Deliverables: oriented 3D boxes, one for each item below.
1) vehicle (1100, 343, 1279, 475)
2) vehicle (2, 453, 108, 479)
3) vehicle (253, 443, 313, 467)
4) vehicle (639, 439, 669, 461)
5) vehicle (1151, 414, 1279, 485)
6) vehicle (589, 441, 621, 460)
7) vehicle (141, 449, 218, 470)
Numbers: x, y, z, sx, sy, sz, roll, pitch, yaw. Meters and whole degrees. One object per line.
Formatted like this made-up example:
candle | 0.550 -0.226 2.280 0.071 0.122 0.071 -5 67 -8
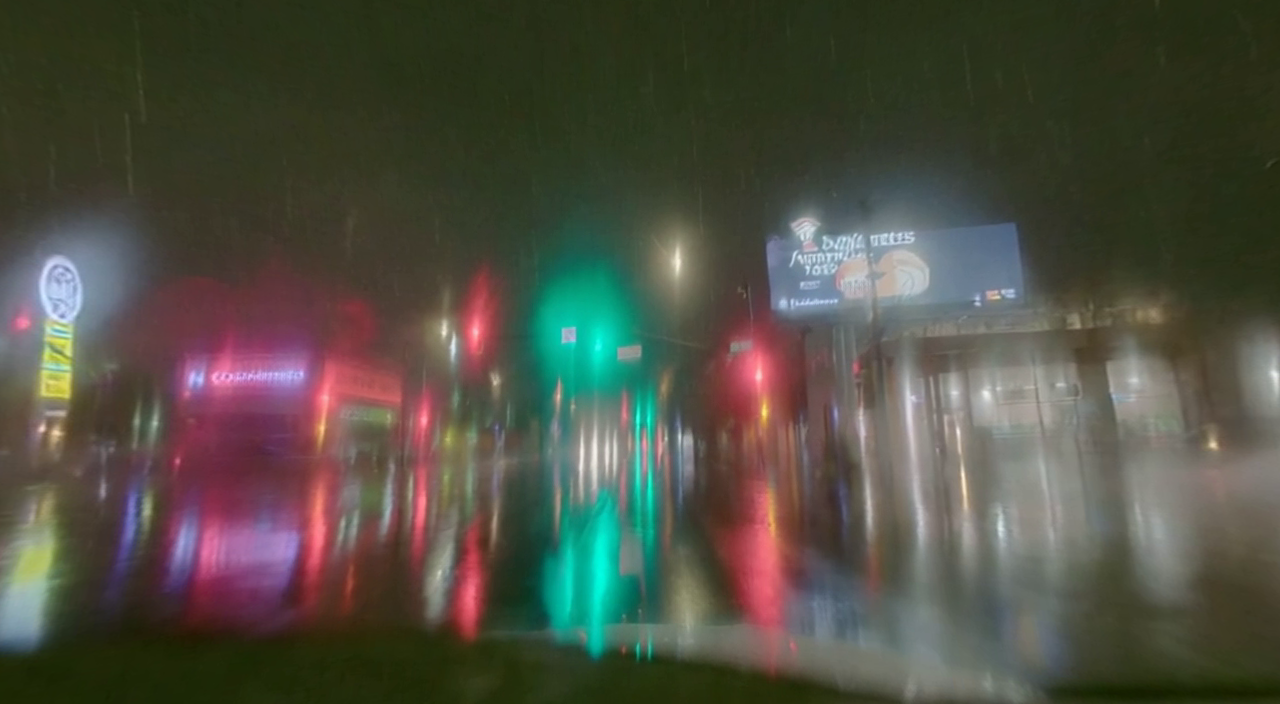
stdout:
vehicle | 20.497 1.557 17.032 12.622 3.392 3.039 -2 -9 13
vehicle | -37.421 7.266 40.513 1.826 1.432 4.530 -5 -10 30
vehicle | -28.076 8.083 49.807 1.643 1.755 3.666 -5 -9 34
vehicle | 1.072 7.432 48.026 2.168 1.545 4.047 0 -8 1
vehicle | 15.219 2.276 14.768 4.517 1.541 2.051 -2 -9 11
vehicle | -2.653 7.595 48.707 1.962 1.420 4.021 -1 -8 4
vehicle | -35.979 8.366 49.467 1.802 1.549 4.439 -4 -9 26
